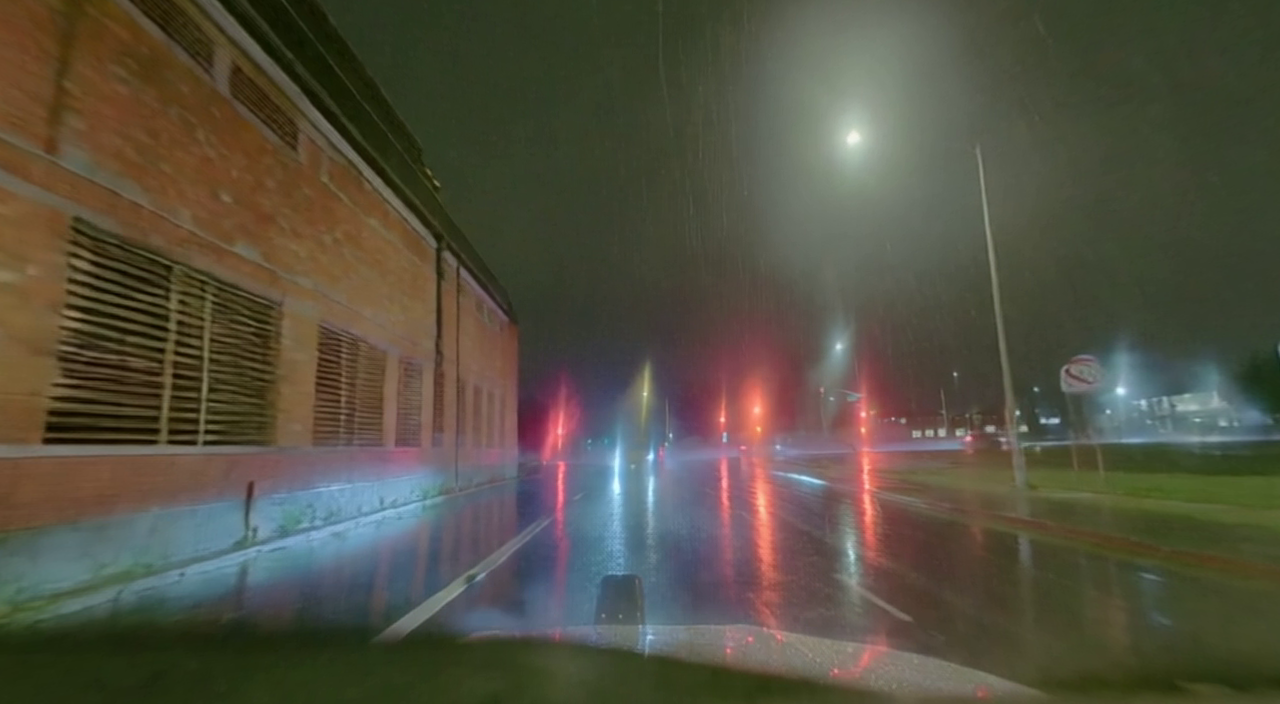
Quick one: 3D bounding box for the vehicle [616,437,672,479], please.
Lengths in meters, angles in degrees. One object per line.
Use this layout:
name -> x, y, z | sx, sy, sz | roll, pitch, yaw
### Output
vehicle -> 0.165, 4.506, 27.151 | 2.218, 1.657, 4.551 | 0, -8, 0
